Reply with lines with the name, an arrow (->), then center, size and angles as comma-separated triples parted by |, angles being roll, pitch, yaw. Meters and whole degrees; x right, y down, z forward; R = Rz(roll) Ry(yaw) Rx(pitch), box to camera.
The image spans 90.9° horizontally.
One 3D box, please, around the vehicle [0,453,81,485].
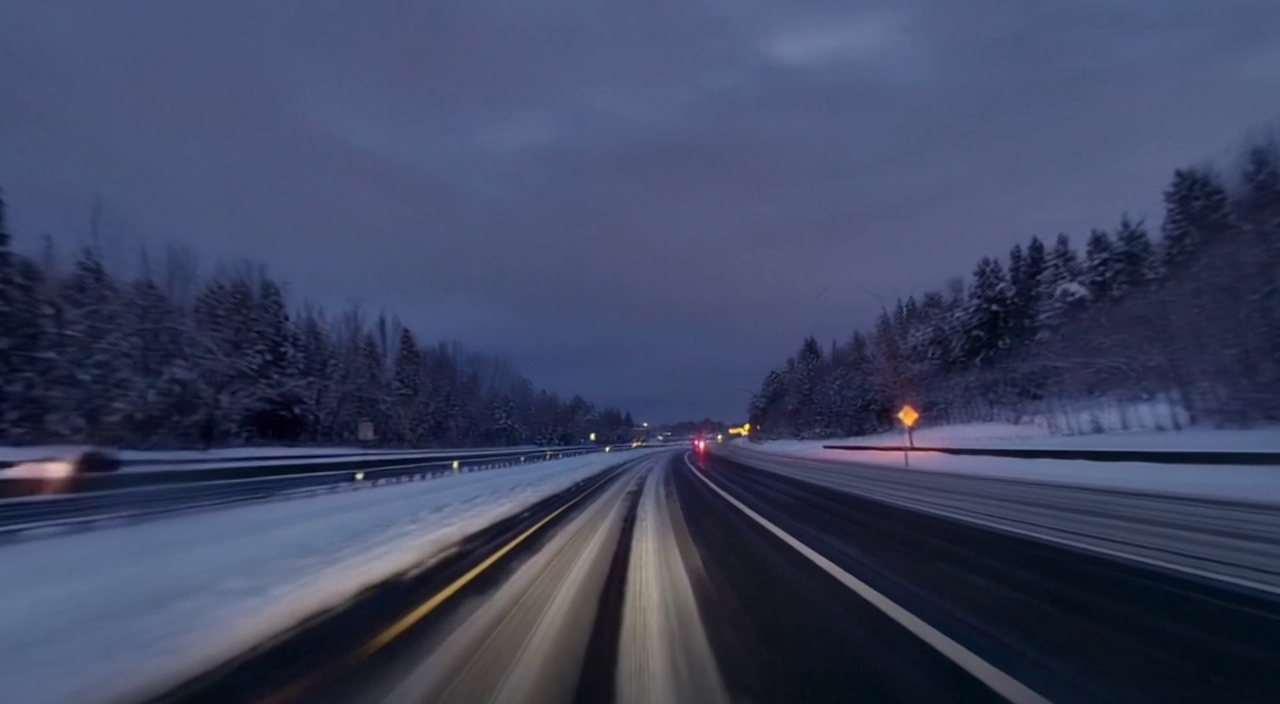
vehicle -> -33.577, 6.326, 34.291 | 1.945, 1.572, 4.722 | -1, -8, 2
